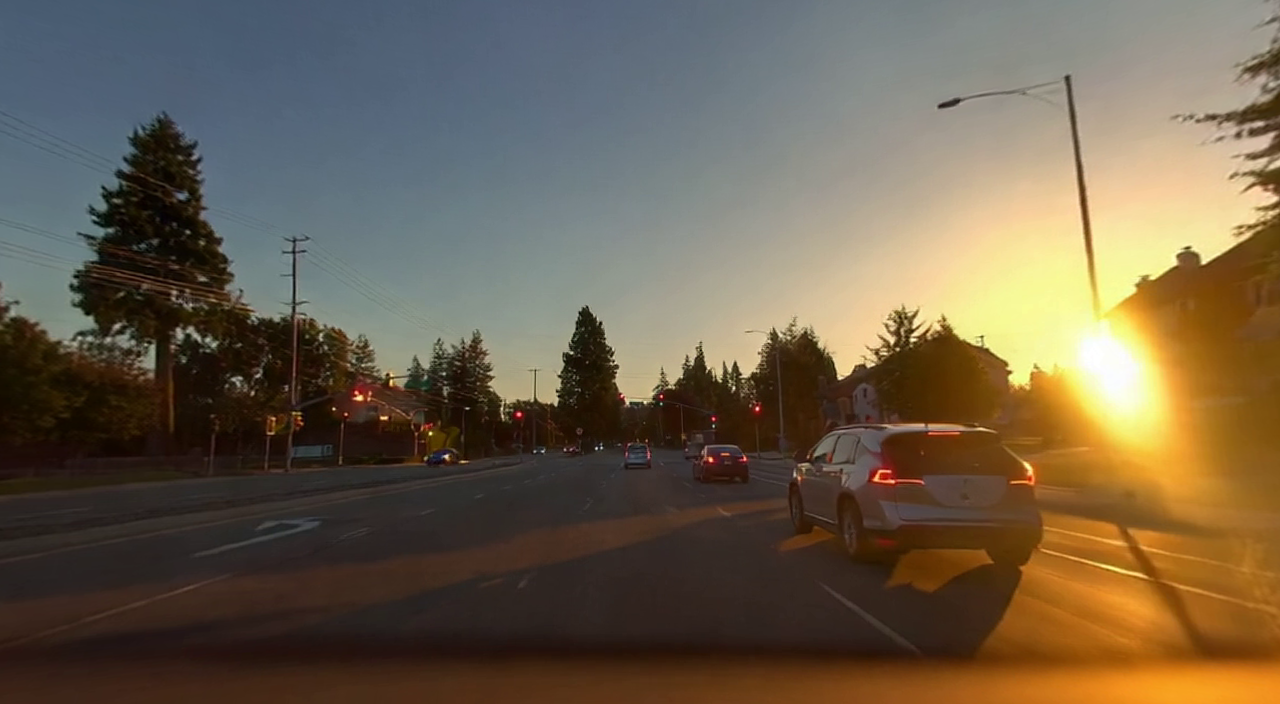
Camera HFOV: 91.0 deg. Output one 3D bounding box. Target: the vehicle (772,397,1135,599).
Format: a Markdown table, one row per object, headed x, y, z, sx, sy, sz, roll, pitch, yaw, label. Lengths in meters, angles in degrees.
| x | y | z | sx | sy | sz | roll | pitch | yaw | label |
| --- | --- | --- | --- | --- | --- | --- | --- | --- | --- |
| 3.253 | 1.631 | 7.916 | 2.129 | 1.761 | 4.610 | 0 | -9 | 0 | vehicle |

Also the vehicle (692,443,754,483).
| x | y | z | sx | sy | sz | roll | pitch | yaw | label |
| --- | --- | --- | --- | --- | --- | --- | --- | --- | --- |
| 3.186 | 4.361 | 25.021 | 1.889 | 1.451 | 4.180 | 0 | -9 | 0 | vehicle |

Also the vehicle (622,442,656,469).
| x | y | z | sx | sy | sz | roll | pitch | yaw | label |
| --- | --- | --- | --- | --- | --- | --- | --- | --- | --- |
| -0.096 | 6.810 | 41.563 | 2.146 | 1.685 | 4.003 | 0 | -9 | -1 | vehicle |
